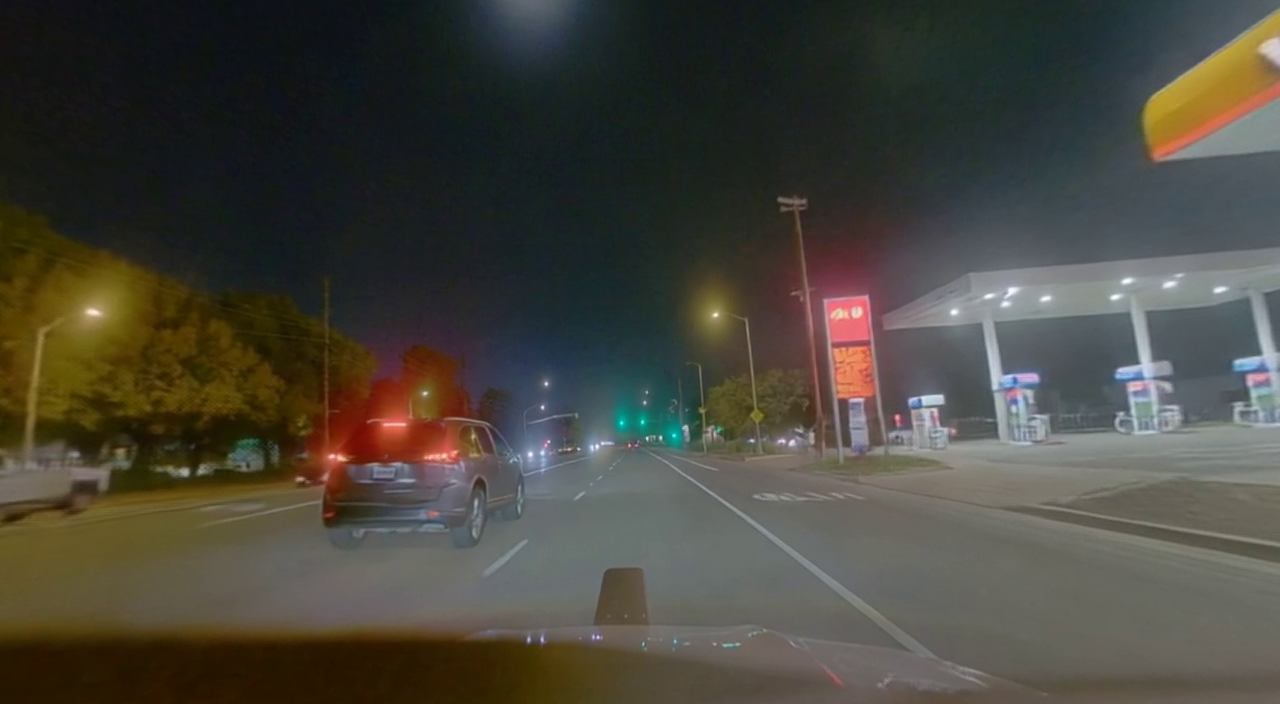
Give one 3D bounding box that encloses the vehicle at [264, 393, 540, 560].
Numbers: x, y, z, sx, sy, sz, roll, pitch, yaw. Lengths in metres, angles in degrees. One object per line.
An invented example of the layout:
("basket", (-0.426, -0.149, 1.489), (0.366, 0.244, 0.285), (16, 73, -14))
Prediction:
("vehicle", (-3.015, 1.718, 9.426), (2.190, 1.844, 4.751), (0, -8, 1))
